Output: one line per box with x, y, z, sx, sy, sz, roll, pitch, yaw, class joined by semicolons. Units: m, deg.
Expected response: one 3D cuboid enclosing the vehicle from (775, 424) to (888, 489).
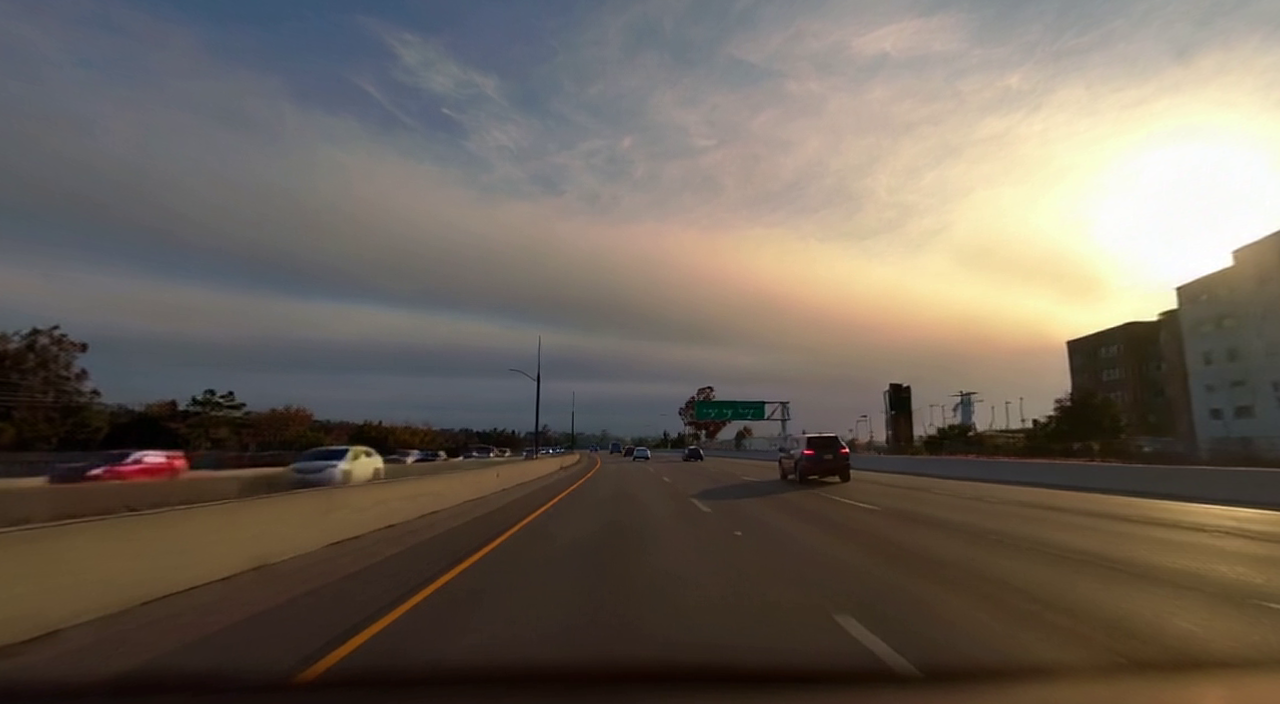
6.446;3.589;22.011;2.181;1.952;4.973;0;-9;-2;vehicle

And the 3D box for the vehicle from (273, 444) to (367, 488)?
-13.271;4.700;26.460;1.828;1.562;4.063;-2;-8;0;vehicle

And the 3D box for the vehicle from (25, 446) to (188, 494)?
-20.512;4.530;24.677;2.089;1.643;4.979;0;-9;-1;vehicle
